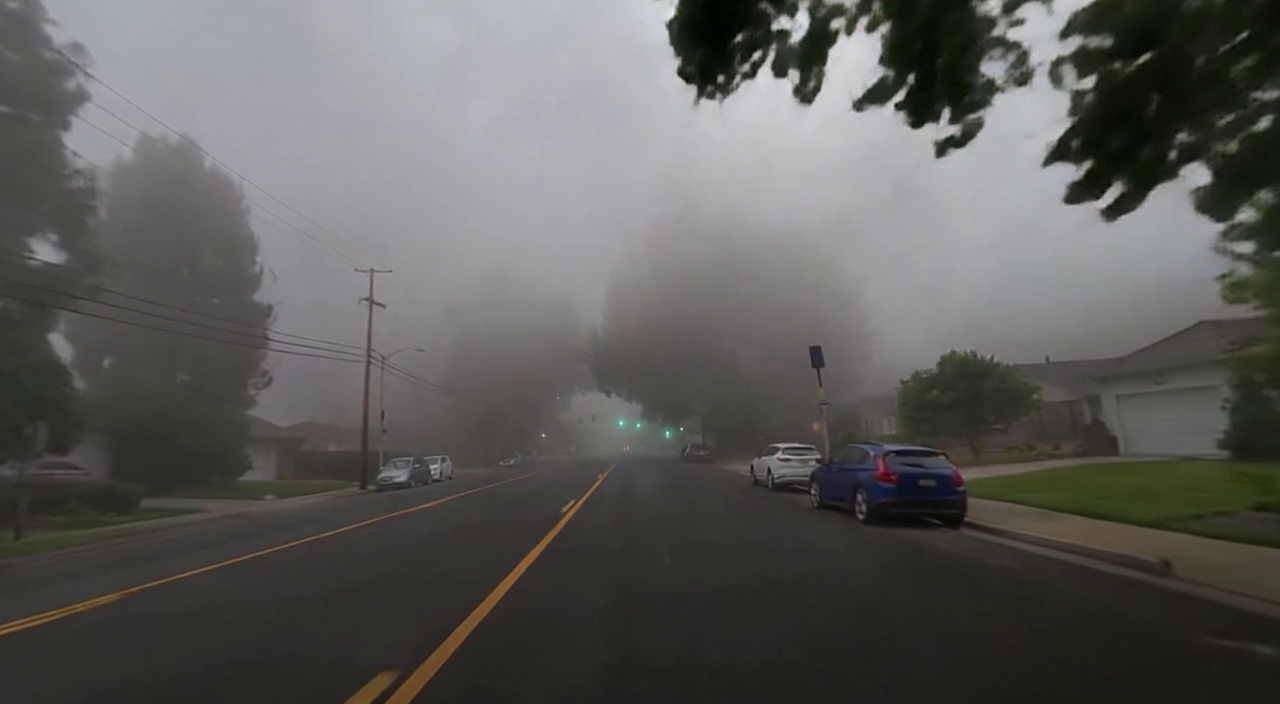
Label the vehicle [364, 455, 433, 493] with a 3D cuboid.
[{"bbox_3d":[-11.633,5.879,30.762,1.845,1.626,4.105,0,-9,-2],"label":"vehicle"}]

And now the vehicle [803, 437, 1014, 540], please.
[{"bbox_3d":[4.564,2.355,11.576,1.924,1.516,4.163,0,-9,-2],"label":"vehicle"}]

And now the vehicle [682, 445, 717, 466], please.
[{"bbox_3d":[4.298,7.608,46.432,2.010,1.461,4.247,0,-9,-2],"label":"vehicle"}]

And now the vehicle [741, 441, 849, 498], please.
[{"bbox_3d":[4.472,3.460,19.076,1.887,1.480,4.731,0,-9,-2],"label":"vehicle"}]
